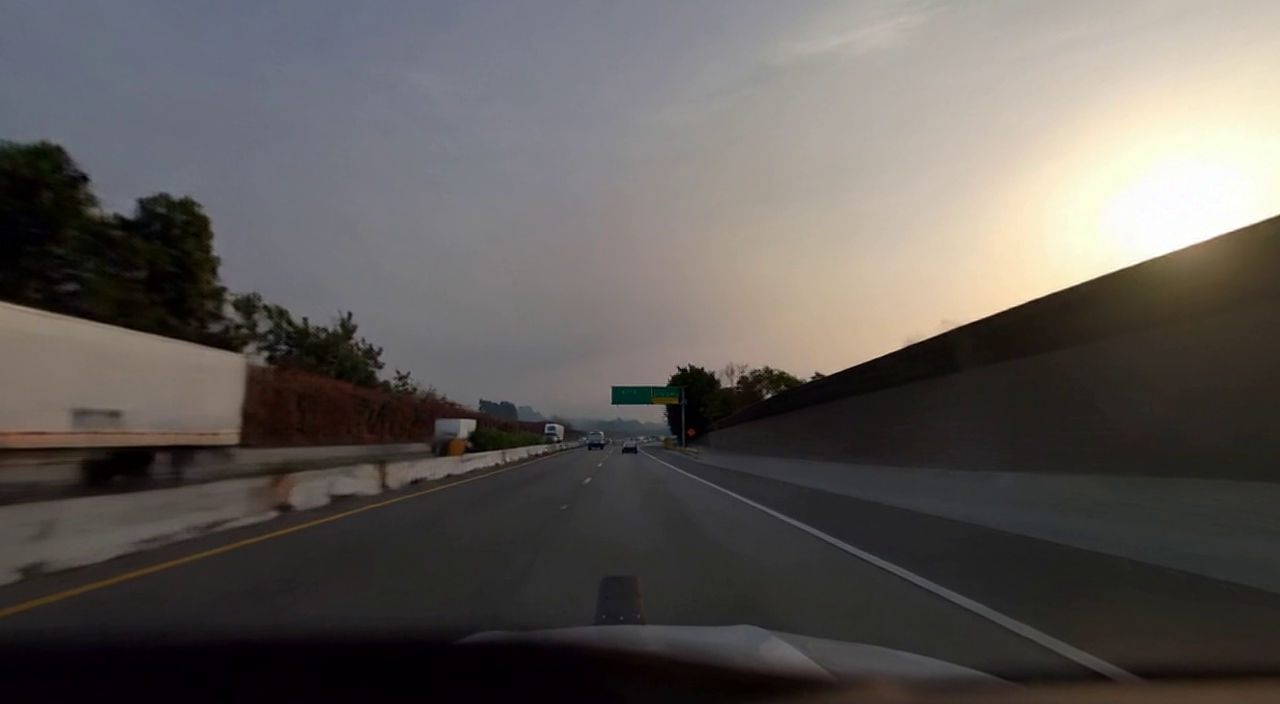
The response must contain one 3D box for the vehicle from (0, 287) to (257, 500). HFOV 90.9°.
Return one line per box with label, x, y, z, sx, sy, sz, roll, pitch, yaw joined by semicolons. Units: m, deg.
vehicle;-13.995;1.356;16.191;2.894;4.114;8.618;1;-8;-1
